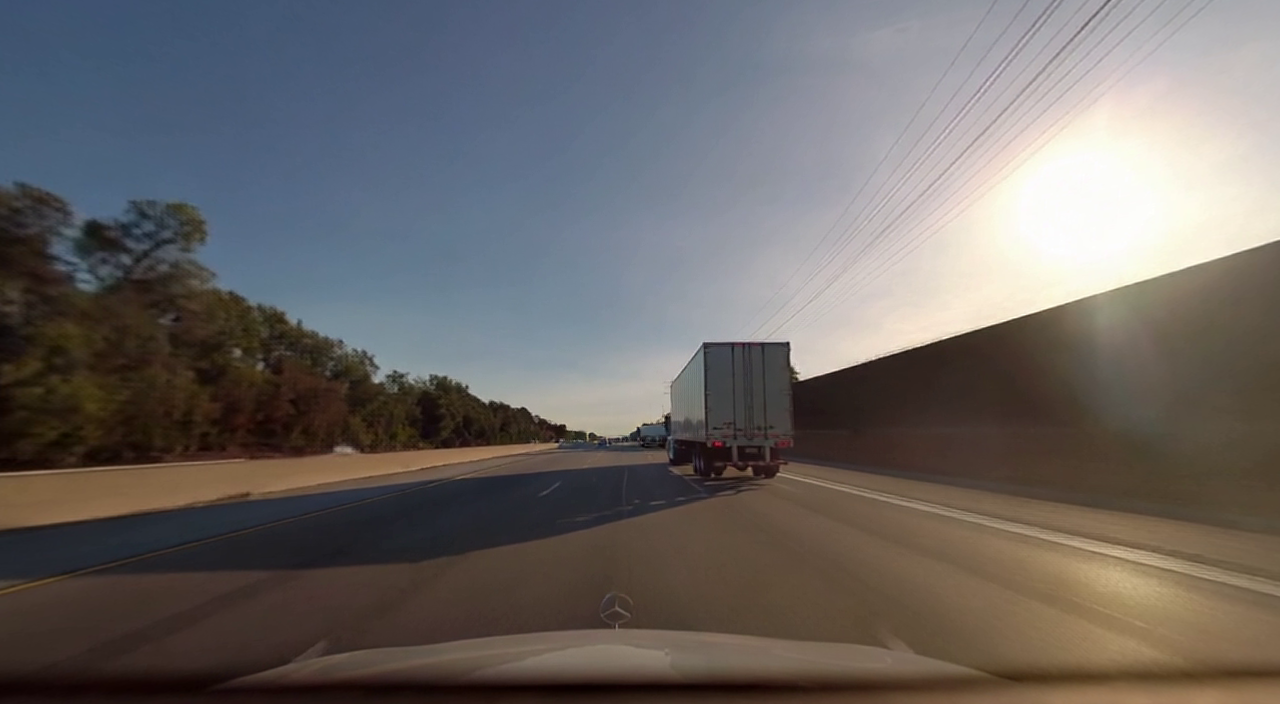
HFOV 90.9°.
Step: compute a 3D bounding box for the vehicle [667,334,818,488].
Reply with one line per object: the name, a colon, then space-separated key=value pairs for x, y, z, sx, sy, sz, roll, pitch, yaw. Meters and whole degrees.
vehicle: x=3.013 y=2.488 z=23.768 sx=2.905 sy=4.080 sz=14.157 roll=0 pitch=-8 yaw=-2
